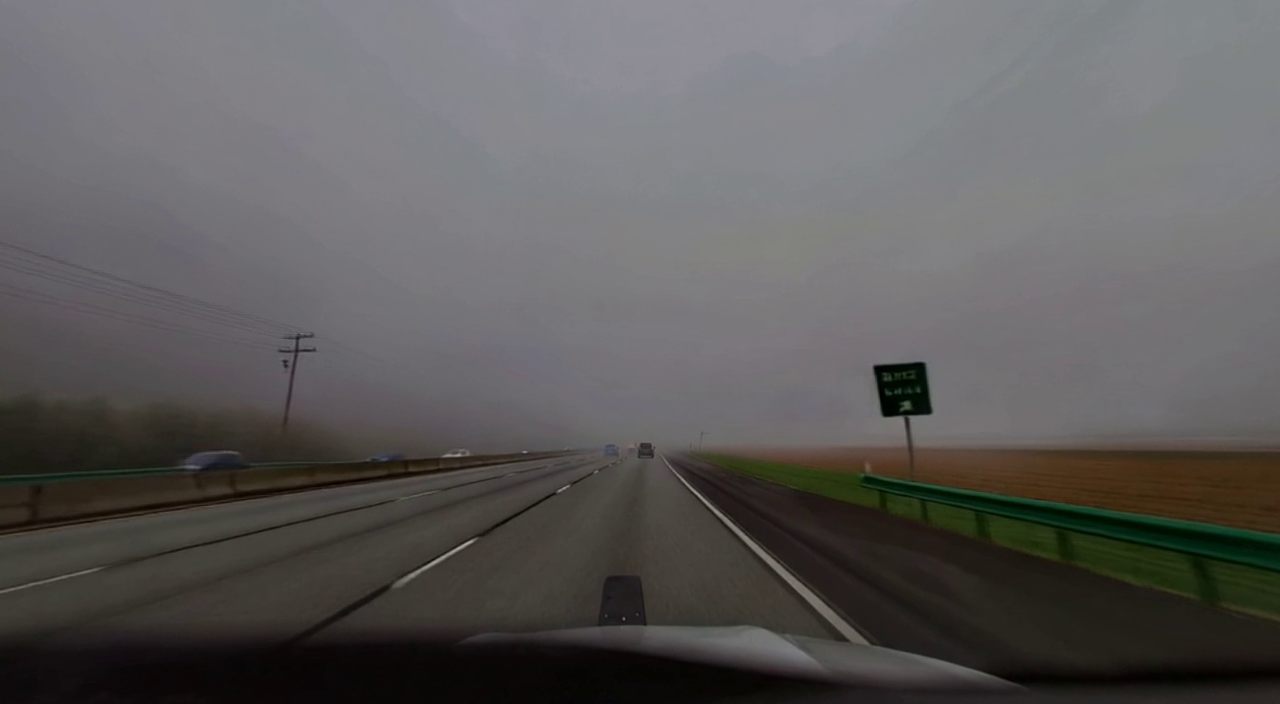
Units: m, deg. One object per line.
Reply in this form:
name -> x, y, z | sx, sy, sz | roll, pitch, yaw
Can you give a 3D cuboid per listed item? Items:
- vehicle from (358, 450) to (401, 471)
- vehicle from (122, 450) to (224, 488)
vehicle -> -19.325, 8.059, 46.853 | 1.701, 1.400, 3.522 | 0, -8, 0
vehicle -> -20.208, 5.055, 27.432 | 1.775, 1.469, 3.436 | 0, -8, 0
